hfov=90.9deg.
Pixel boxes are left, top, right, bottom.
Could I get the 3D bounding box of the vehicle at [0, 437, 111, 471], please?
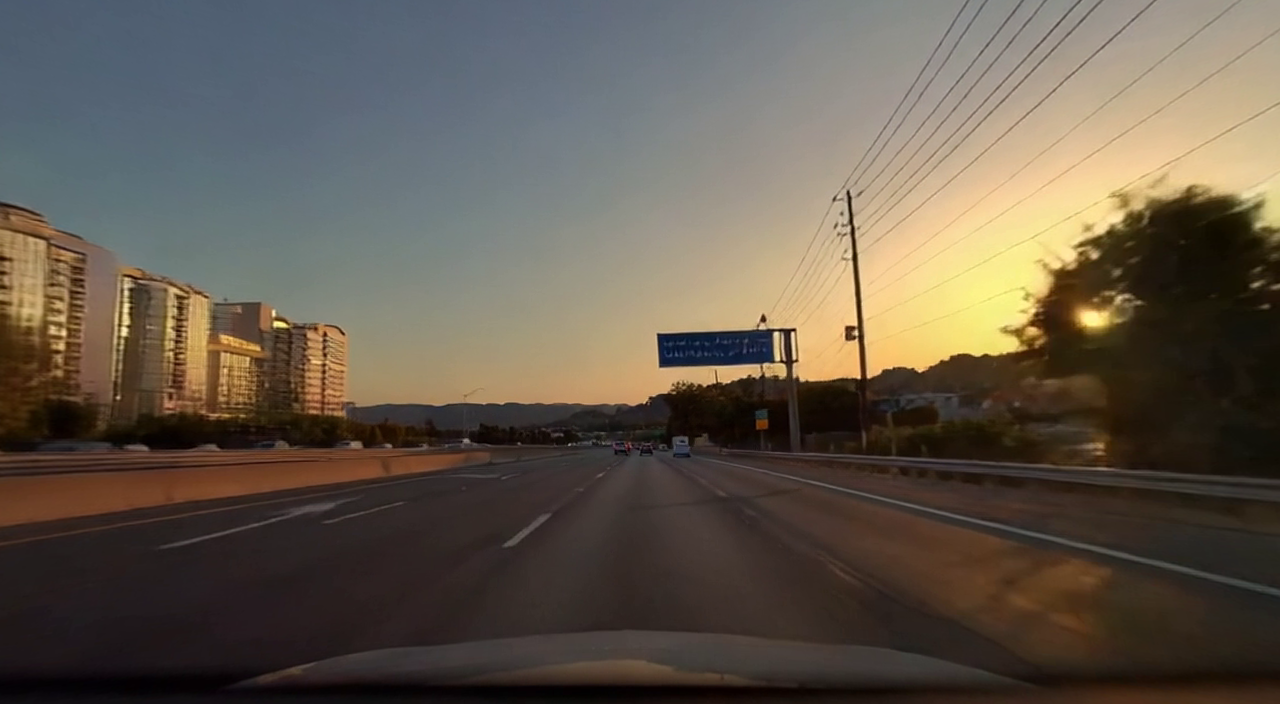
[{"bbox_3d":[-30.482,5.276,32.849,1.842,1.653,4.523,0,-8,0],"label":"vehicle"}]
